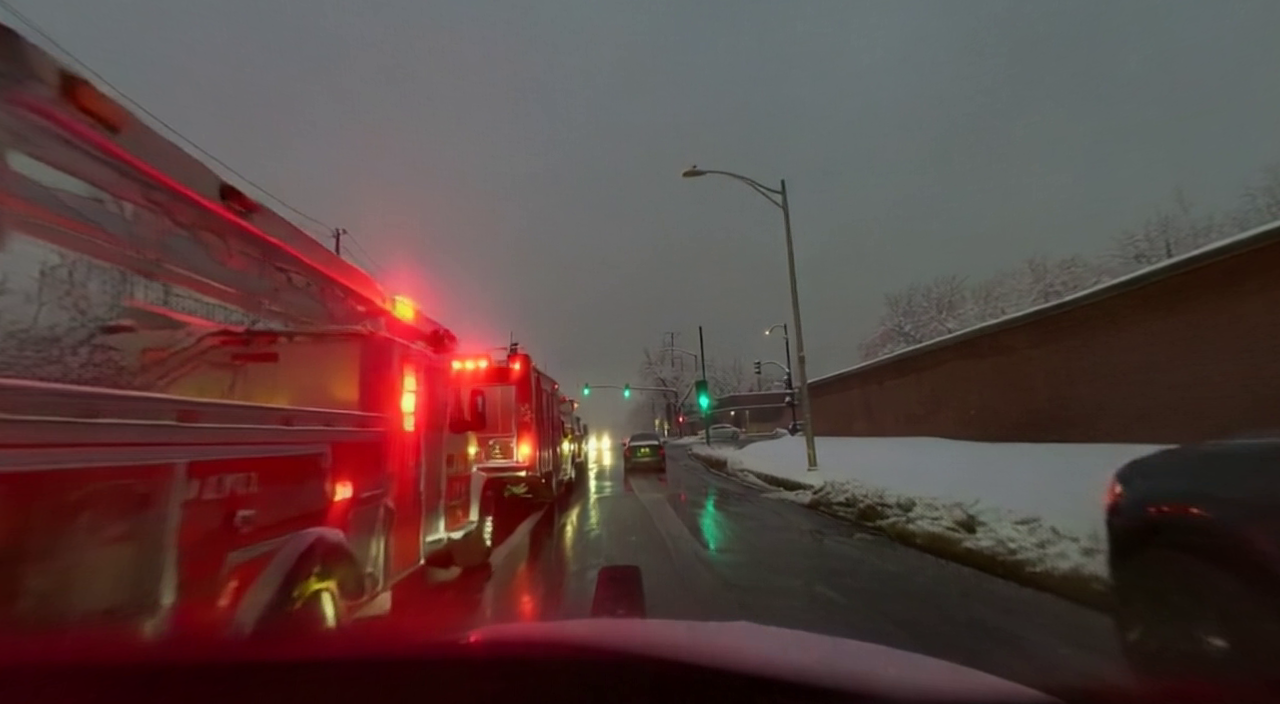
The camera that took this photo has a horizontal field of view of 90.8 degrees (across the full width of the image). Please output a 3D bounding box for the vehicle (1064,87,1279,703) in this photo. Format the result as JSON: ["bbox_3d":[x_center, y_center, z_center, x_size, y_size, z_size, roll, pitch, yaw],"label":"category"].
[{"bbox_3d":[4.077,0.007,0.743,3.411,2.429,5.271,0,-8,0],"label":"vehicle"}]

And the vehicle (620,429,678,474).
[{"bbox_3d":[0.294,4.534,28.922,2.332,1.831,4.930,0,-8,-3],"label":"vehicle"}]

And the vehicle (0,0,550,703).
[{"bbox_3d":[-3.220,0.641,5.390,3.644,3.138,9.346,0,-8,-1],"label":"vehicle"}]
